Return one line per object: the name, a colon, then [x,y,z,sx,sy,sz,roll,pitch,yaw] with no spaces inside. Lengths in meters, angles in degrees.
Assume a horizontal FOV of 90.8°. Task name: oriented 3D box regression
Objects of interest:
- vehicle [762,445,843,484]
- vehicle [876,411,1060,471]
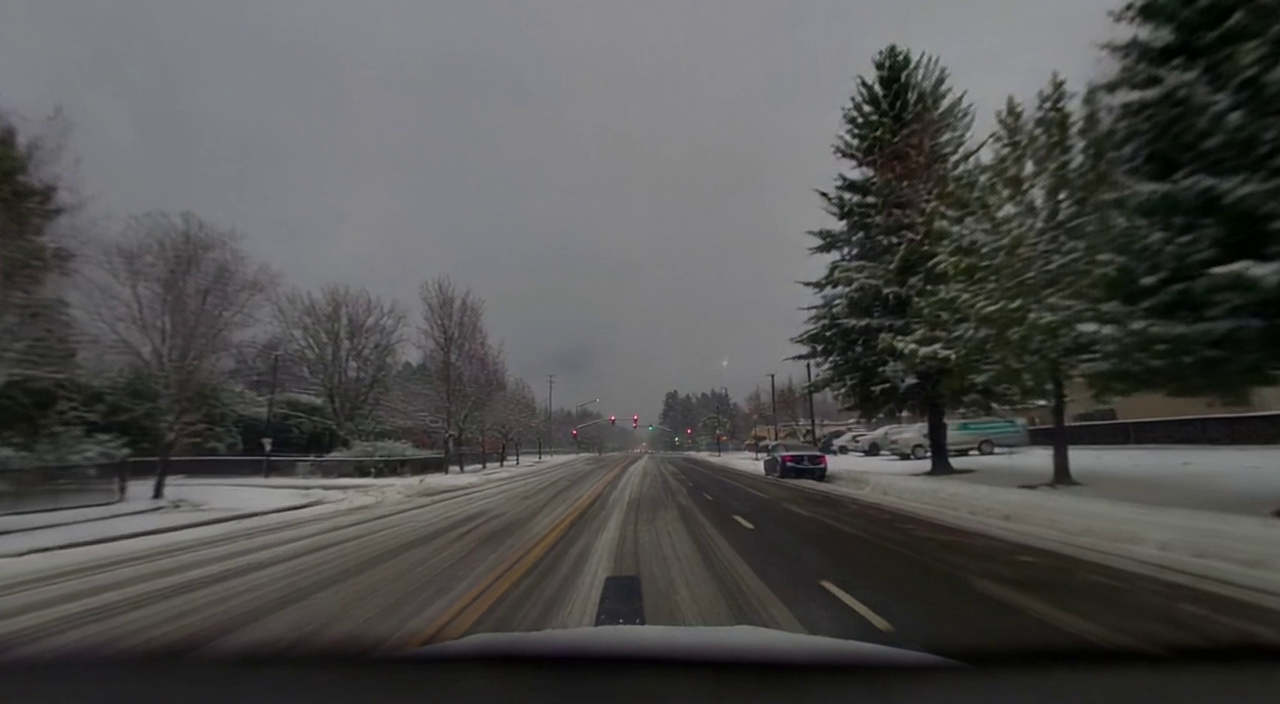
vehicle: [6.600,4.597,26.213,1.993,1.461,4.269,0,-9,-3]
vehicle: [17.449,4.807,34.102,8.016,2.965,3.192,-1,-8,1]
